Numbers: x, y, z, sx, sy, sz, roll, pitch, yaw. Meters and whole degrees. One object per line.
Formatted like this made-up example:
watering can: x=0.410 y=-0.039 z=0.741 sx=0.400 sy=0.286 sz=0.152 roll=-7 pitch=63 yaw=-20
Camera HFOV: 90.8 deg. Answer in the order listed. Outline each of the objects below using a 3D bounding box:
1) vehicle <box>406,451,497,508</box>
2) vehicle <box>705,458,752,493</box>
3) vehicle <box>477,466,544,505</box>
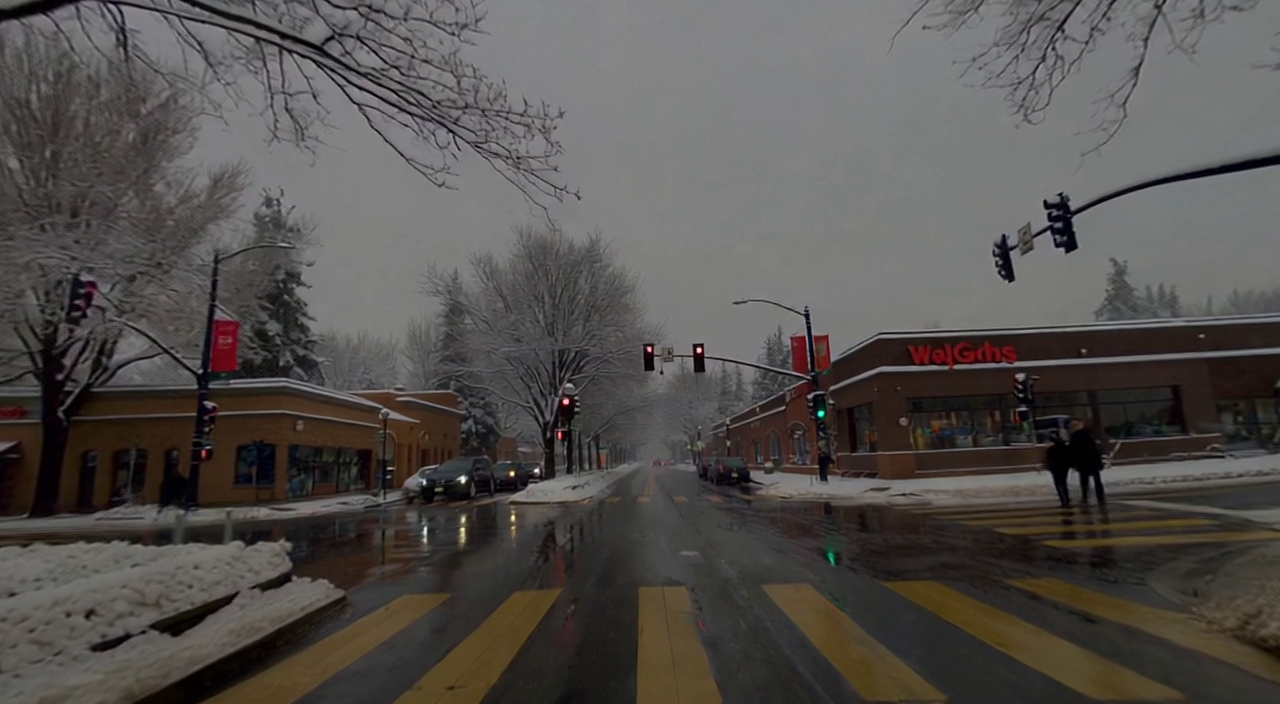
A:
vehicle: x=-8.809 y=5.967 z=30.211 sx=2.489 sy=2.323 sz=5.843 roll=0 pitch=-8 yaw=0
vehicle: x=5.187 y=7.275 z=37.623 sx=2.010 sy=1.844 sz=4.386 roll=0 pitch=-8 yaw=-2
vehicle: x=-5.743 y=5.943 z=28.512 sx=1.983 sy=1.438 sz=4.559 roll=0 pitch=-8 yaw=1
